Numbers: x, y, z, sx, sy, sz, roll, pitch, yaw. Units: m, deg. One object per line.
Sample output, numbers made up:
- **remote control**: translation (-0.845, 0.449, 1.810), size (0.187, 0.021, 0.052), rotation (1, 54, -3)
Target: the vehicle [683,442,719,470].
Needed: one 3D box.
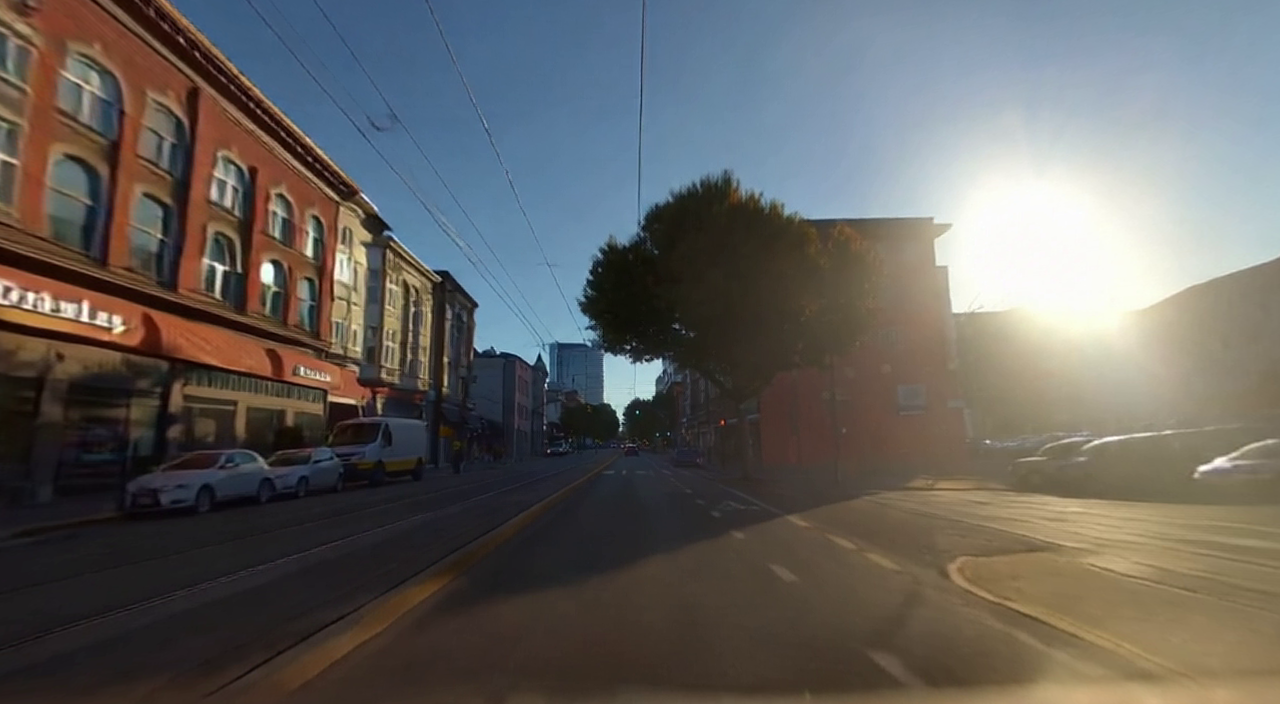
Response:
- **vehicle**: translation (3.593, 6.144, 37.510), size (1.819, 1.546, 3.681), rotation (0, -8, 1)

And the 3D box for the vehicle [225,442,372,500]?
- **vehicle**: translation (-10.169, 3.539, 19.282), size (1.789, 1.484, 4.916), rotation (-1, -8, 0)

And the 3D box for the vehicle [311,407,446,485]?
- **vehicle**: translation (-10.590, 3.926, 26.553), size (2.378, 2.765, 7.920), rotation (0, -8, -1)

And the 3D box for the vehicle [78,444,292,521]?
- **vehicle**: translation (-10.066, 2.862, 14.436), size (1.897, 1.464, 4.209), rotation (1, -8, -3)
